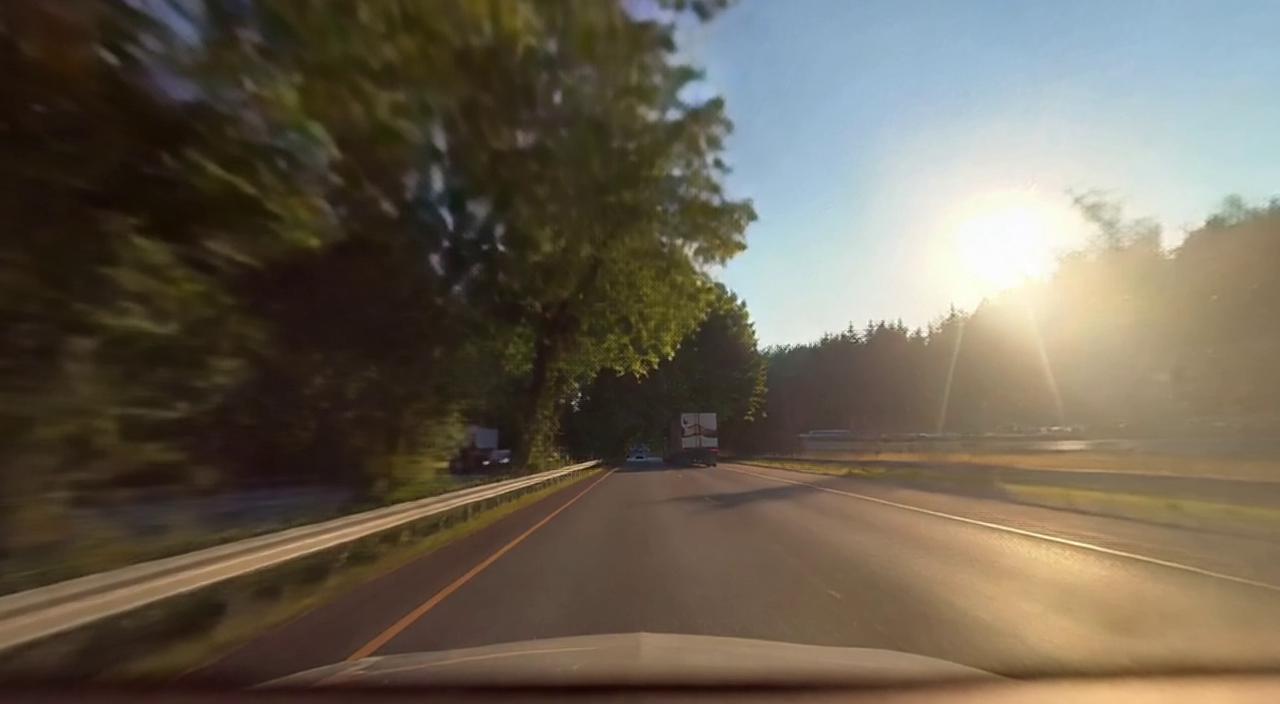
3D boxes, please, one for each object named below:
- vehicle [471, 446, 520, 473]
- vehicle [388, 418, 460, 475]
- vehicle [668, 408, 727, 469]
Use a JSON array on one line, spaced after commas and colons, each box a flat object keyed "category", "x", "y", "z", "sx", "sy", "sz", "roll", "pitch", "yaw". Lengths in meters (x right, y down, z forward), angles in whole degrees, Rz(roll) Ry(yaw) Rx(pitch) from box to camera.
[{"category": "vehicle", "x": -8.926, "y": 6.692, "z": 39.293, "sx": 1.916, "sy": 1.557, "sz": 4.401, "roll": 0, "pitch": -9, "yaw": 1}, {"category": "vehicle", "x": -15.671, "y": 6.926, "z": 46.263, "sx": 3.090, "sy": 3.886, "sz": 6.253, "roll": 0, "pitch": -9, "yaw": -1}, {"category": "vehicle", "x": 3.992, "y": 6.616, "z": 47.499, "sx": 2.955, "sy": 3.825, "sz": 14.115, "roll": 0, "pitch": -9, "yaw": -1}]
